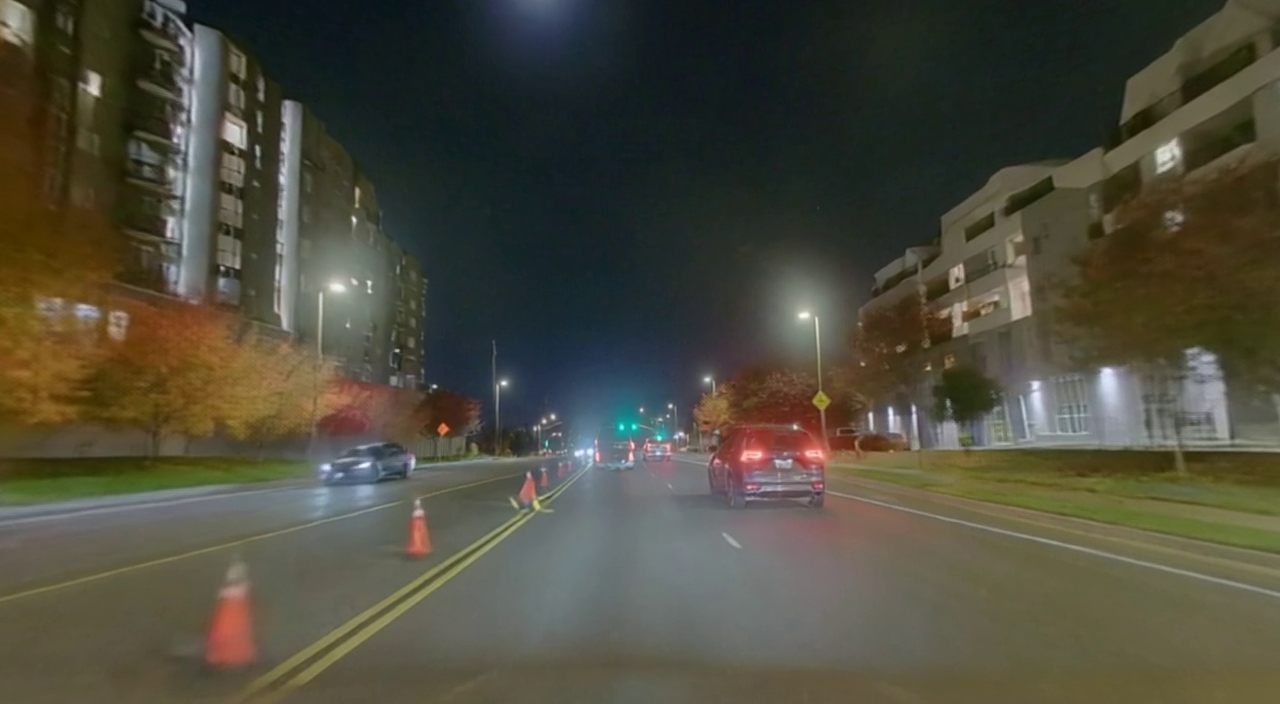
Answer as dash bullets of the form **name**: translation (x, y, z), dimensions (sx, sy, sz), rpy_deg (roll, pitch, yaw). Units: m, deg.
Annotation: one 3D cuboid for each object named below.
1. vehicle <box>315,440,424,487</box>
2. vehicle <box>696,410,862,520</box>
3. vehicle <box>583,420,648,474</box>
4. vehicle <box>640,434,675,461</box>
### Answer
- **vehicle**: translation (-9.639, 3.992, 22.820), dimensions (1.997, 1.512, 4.322), rpy_deg (0, -8, 0)
- **vehicle**: translation (2.590, 2.307, 13.369), dimensions (2.120, 1.828, 5.531), rpy_deg (0, -8, -2)
- **vehicle**: translation (-1.173, 4.563, 30.255), dimensions (2.762, 2.309, 6.723), rpy_deg (0, -8, -2)
- **vehicle**: translation (1.230, 7.131, 46.911), dimensions (2.187, 1.835, 5.471), rpy_deg (1, -8, -3)
